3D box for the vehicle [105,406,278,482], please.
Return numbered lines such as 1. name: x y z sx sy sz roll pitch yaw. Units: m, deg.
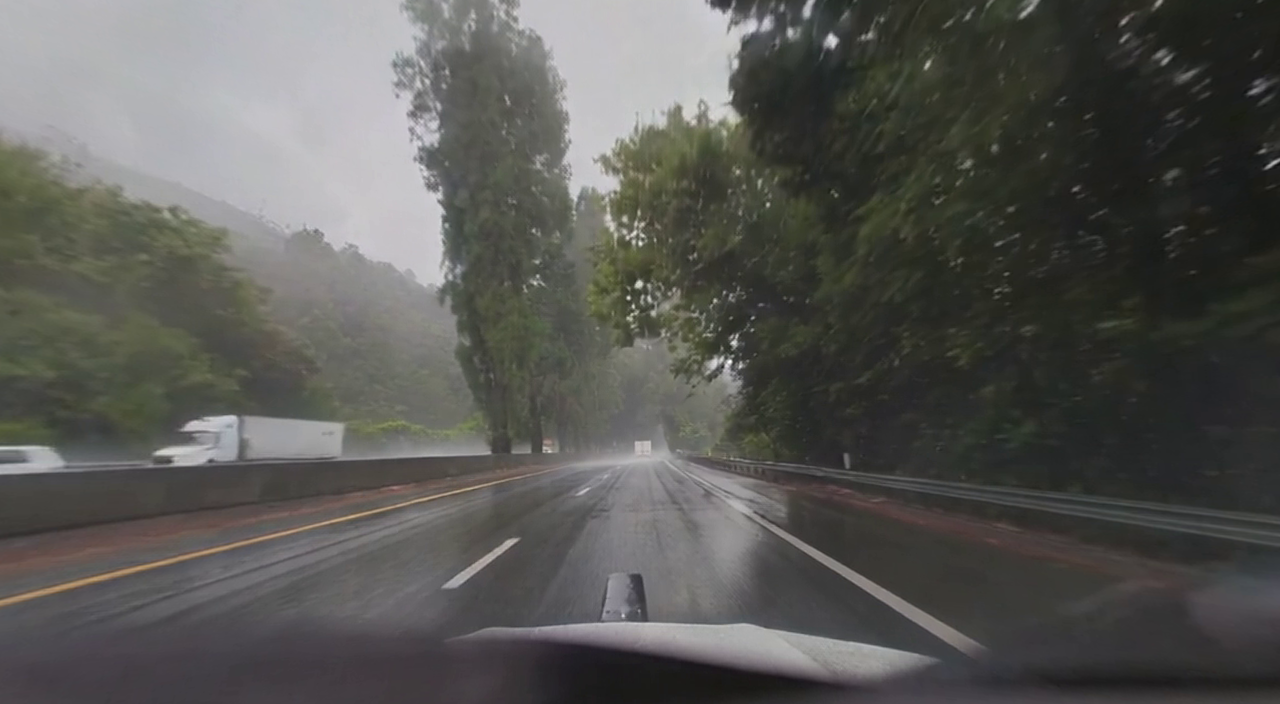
1. vehicle: -24.859 5.278 35.859 3.029 3.763 8.962 0 -9 1
